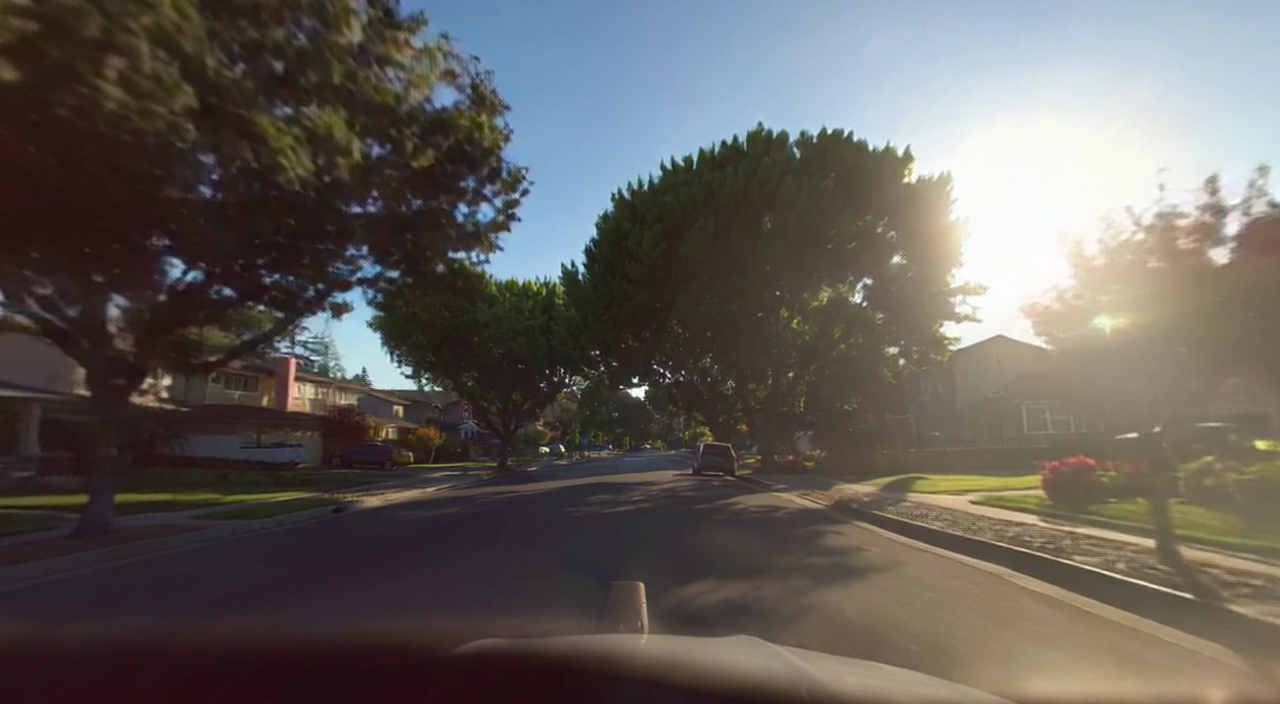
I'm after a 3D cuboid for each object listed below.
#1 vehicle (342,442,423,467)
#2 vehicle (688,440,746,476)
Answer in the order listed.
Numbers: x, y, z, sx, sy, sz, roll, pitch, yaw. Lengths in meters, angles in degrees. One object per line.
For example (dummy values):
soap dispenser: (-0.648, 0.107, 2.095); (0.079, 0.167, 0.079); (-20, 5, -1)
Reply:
vehicle: (-17.261, 6.864, 42.577); (4.607, 1.573, 2.058); (0, -8, -5)
vehicle: (3.630, 5.143, 30.847); (2.136, 1.596, 4.790); (0, -9, -1)
